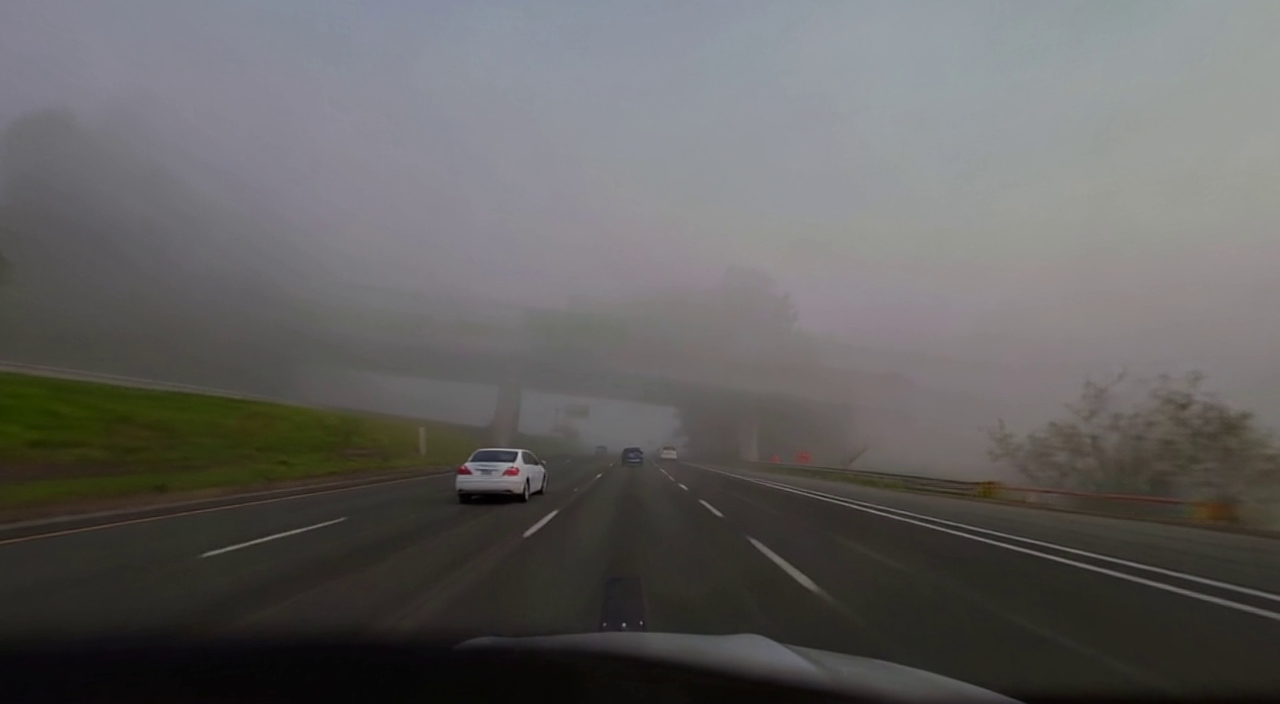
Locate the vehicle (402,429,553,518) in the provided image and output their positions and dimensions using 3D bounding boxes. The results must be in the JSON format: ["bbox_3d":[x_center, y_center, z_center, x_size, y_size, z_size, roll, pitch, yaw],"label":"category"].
[{"bbox_3d":[-3.422,2.652,14.366,2.114,1.650,4.730,0,-8,1],"label":"vehicle"}]

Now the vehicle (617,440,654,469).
[{"bbox_3d":[-0.328,6.862,42.275,2.328,1.805,4.502,0,-8,-2],"label":"vehicle"}]
